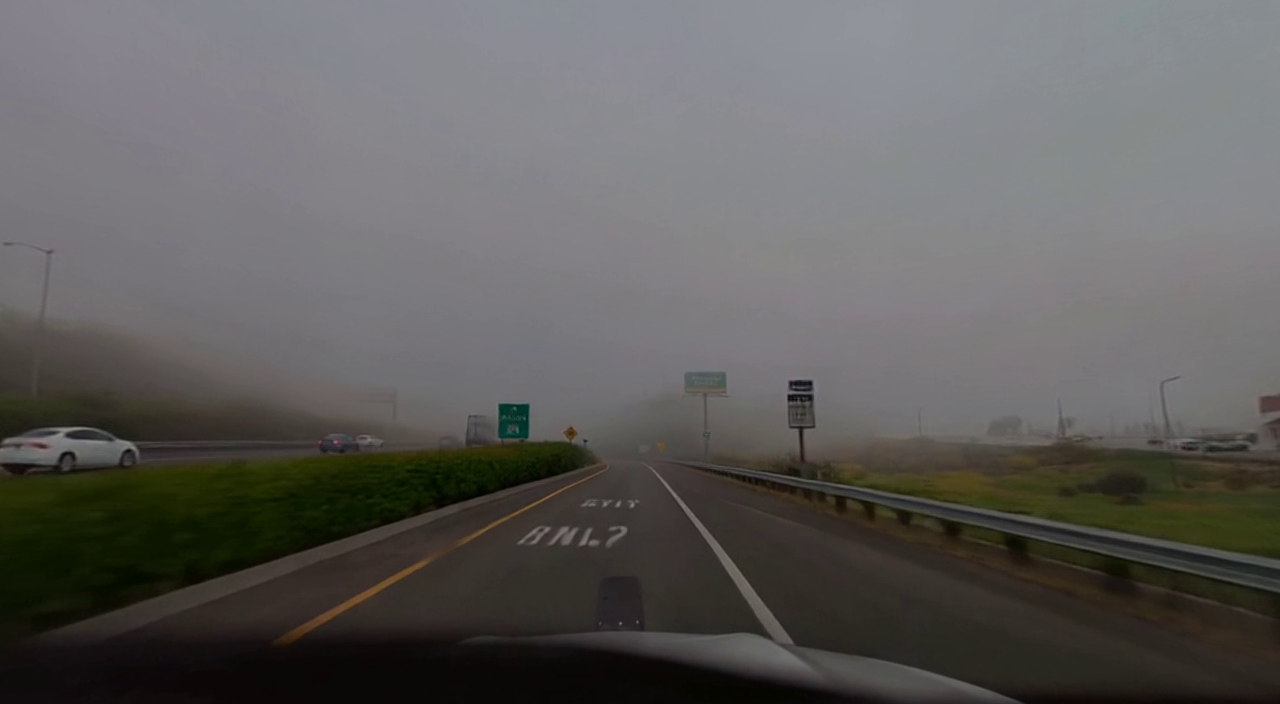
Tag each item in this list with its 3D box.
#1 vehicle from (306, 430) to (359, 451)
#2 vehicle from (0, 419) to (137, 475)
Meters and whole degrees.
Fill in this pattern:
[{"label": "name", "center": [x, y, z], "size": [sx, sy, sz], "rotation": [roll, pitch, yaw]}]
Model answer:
[{"label": "vehicle", "center": [-23.368, 6.750, 48.228], "size": [1.933, 1.496, 4.516], "rotation": [0, -9, -2]}, {"label": "vehicle", "center": [-17.717, 2.822, 18.722], "size": [1.931, 1.451, 4.683], "rotation": [0, -9, -3]}]
